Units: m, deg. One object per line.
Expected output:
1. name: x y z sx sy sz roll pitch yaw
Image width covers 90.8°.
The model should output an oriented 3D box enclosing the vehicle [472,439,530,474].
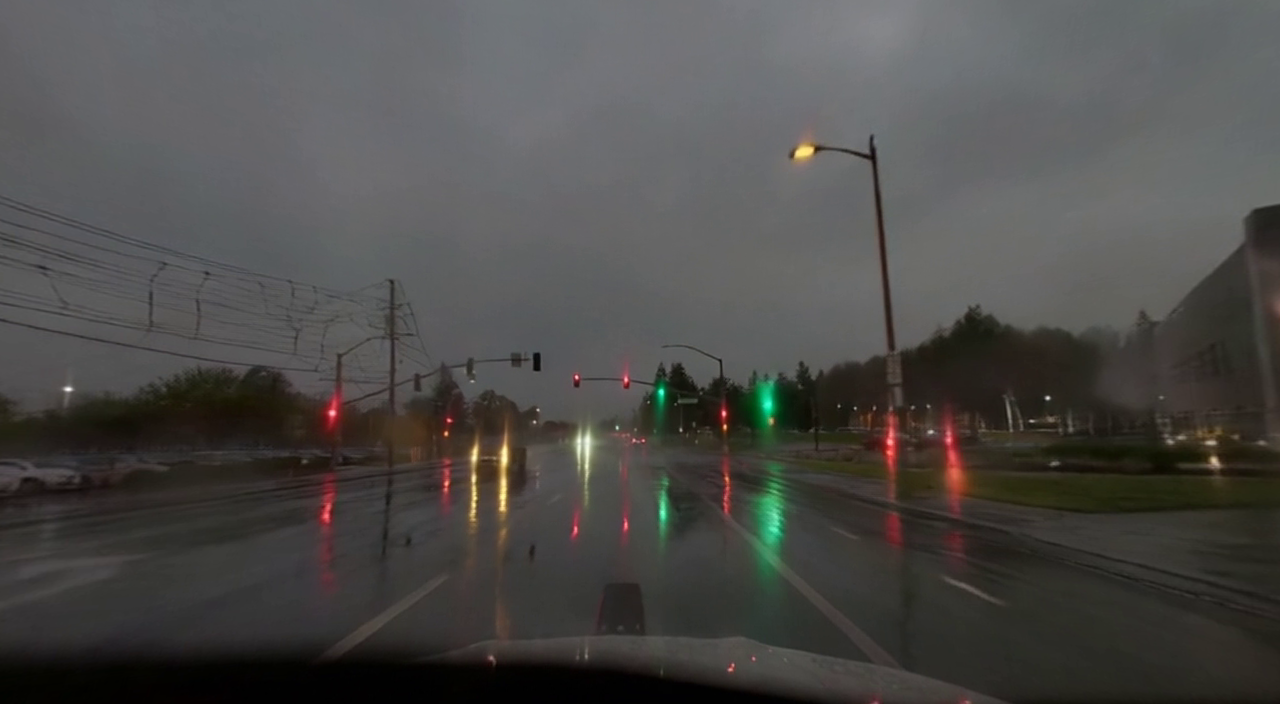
1. vehicle: -6.316 4.782 29.170 1.928 1.451 4.219 0 -8 -3

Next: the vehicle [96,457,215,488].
1. vehicle: -24.743 6.158 32.363 4.403 1.465 1.928 0 -8 -3

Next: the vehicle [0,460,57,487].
1. vehicle: -40.074 7.909 41.457 1.856 1.500 4.721 5 -10 -34
